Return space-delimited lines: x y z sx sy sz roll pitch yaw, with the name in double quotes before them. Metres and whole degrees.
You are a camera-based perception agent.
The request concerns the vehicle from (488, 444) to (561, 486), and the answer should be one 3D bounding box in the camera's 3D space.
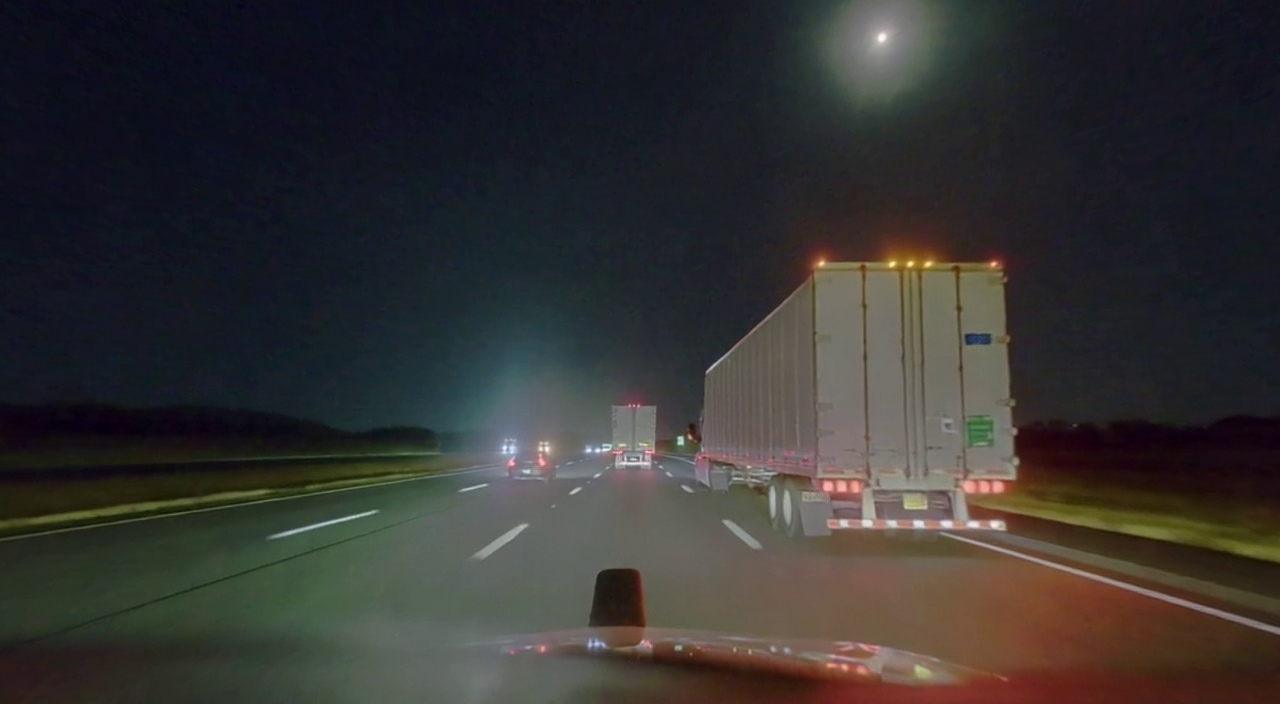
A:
"vehicle" -4.423 4.389 24.922 1.892 1.471 5.047 0 -9 0
